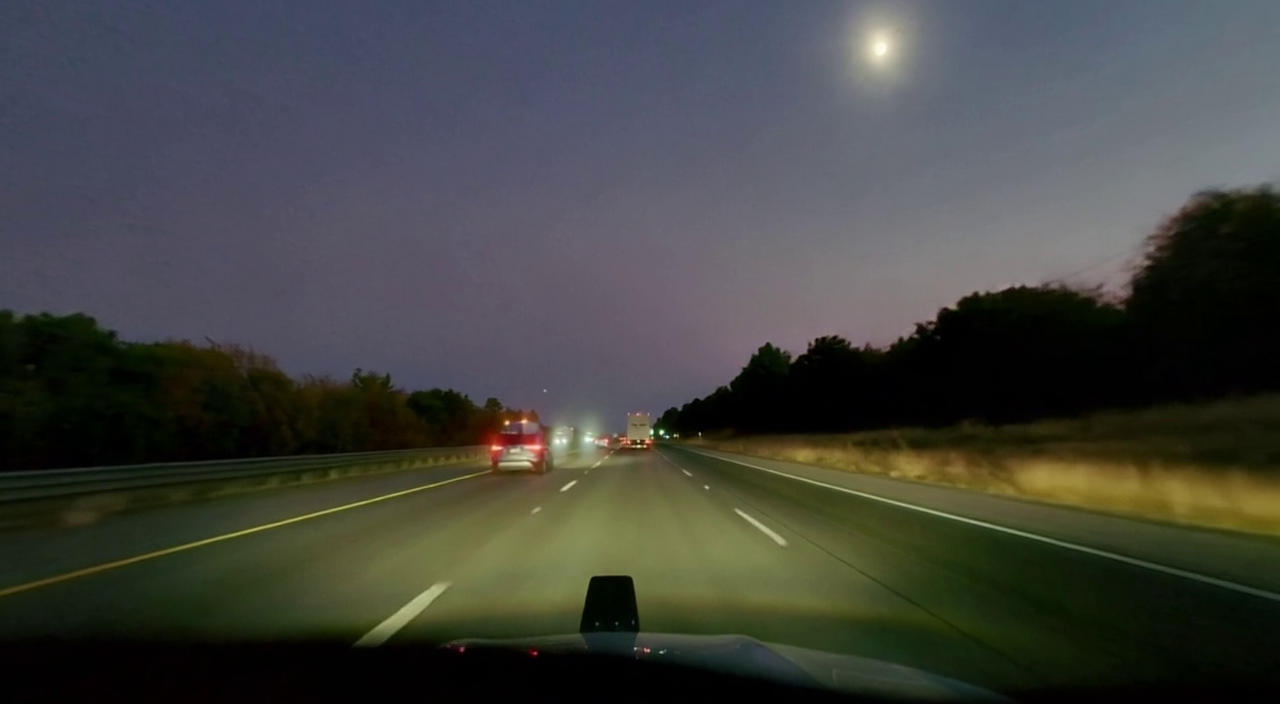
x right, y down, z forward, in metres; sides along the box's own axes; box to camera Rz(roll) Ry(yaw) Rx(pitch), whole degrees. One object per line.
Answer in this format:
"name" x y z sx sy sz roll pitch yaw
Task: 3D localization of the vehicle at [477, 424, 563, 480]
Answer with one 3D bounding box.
"vehicle" -3.863 3.282 21.063 2.045 1.655 4.301 0 -8 0
